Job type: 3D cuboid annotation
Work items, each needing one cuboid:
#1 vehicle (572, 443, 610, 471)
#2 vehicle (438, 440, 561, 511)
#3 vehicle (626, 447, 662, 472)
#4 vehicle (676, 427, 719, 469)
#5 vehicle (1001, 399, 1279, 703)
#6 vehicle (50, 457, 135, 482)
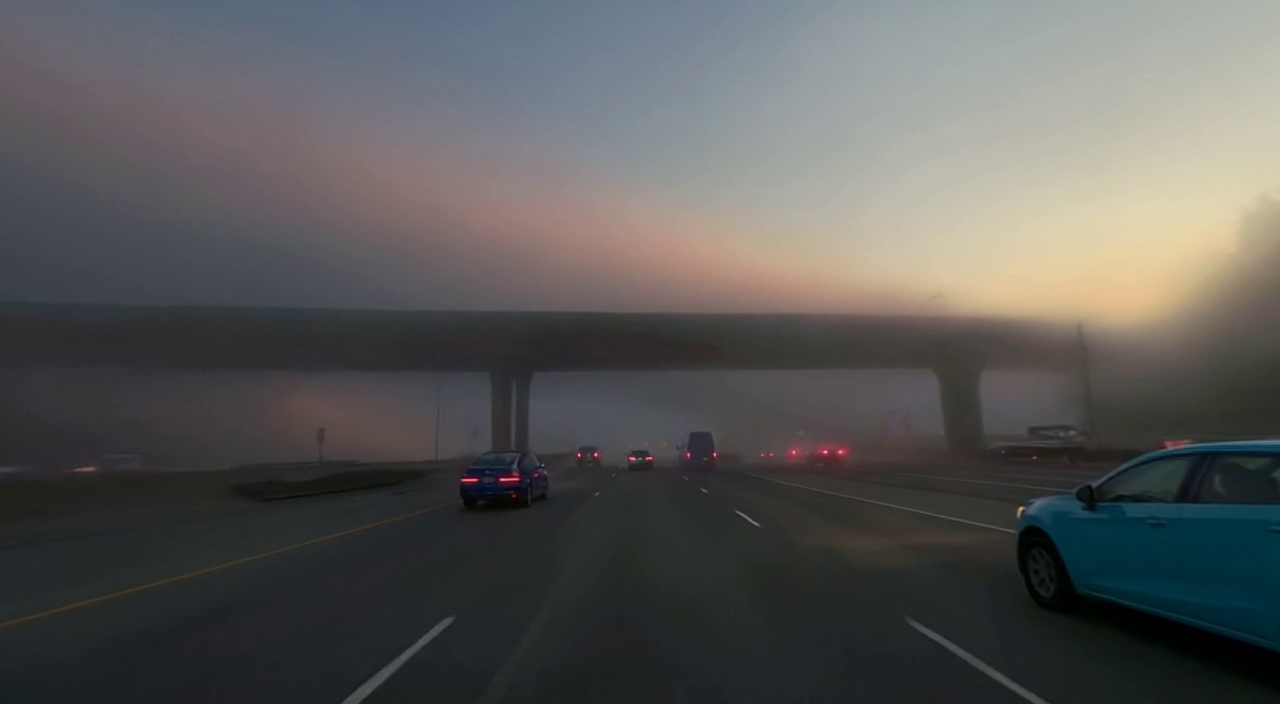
[{"bbox_3d":[-3.233,6.978,42.166,2.078,1.706,4.298,-1,-8,2],"label":"vehicle"},{"bbox_3d":[-3.377,3.046,16.063,2.137,1.562,3.926,0,-8,2],"label":"vehicle"},{"bbox_3d":[0.229,6.689,39.594,2.174,1.467,4.005,0,-8,0],"label":"vehicle"},{"bbox_3d":[4.043,6.926,45.636,2.436,2.745,6.607,0,-8,-1],"label":"vehicle"},{"bbox_3d":[4.010,0.989,2.826,2.085,1.558,4.466,0,-8,-1],"label":"vehicle"},{"bbox_3d":[-36.837,7.881,42.586,1.729,1.459,4.493,0,-8,0],"label":"vehicle"}]
